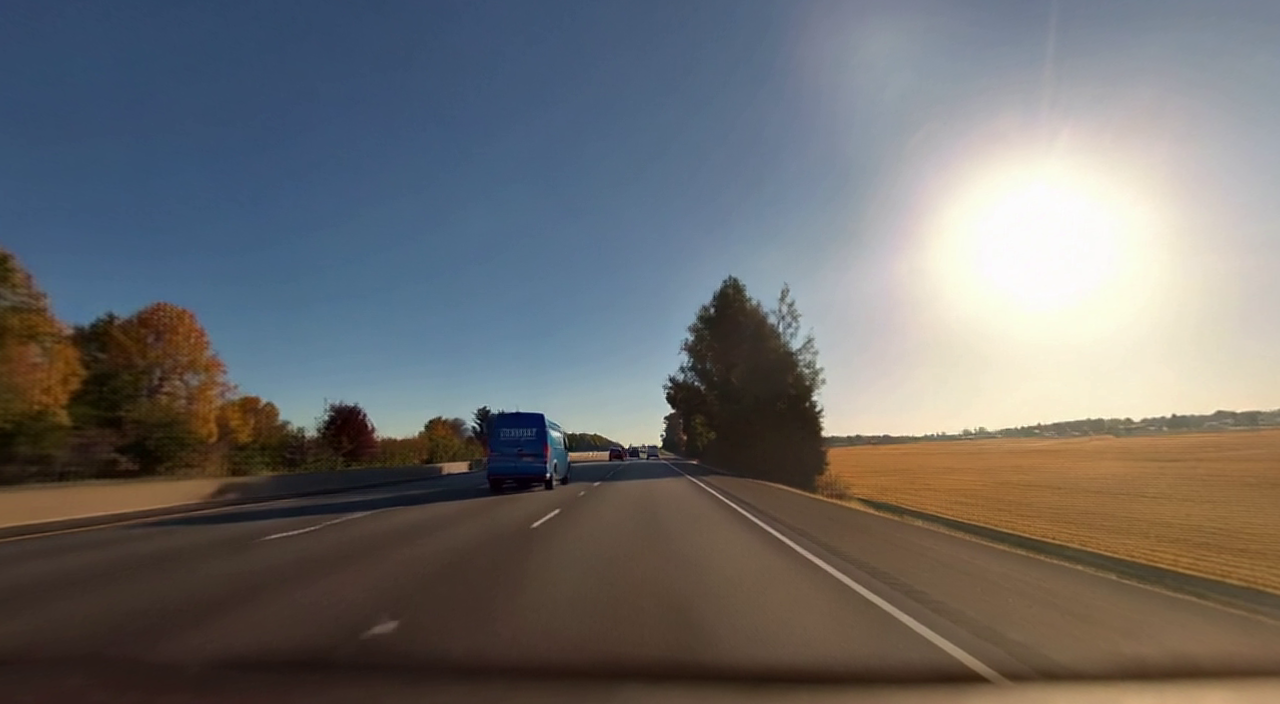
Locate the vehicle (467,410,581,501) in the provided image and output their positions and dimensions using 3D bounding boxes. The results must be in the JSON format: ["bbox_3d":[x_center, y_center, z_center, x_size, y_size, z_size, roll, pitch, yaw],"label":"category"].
[{"bbox_3d":[-3.307,3.118,19.248,2.360,2.367,5.223,0,-9,1],"label":"vehicle"}]
